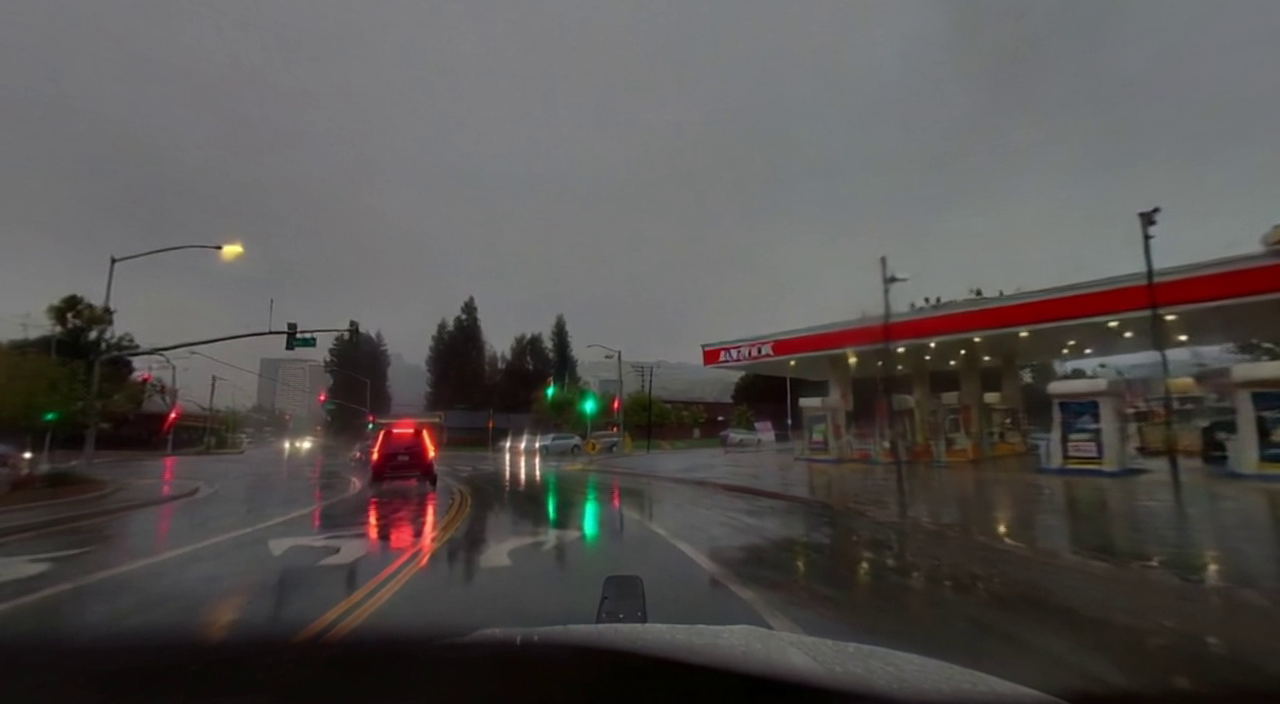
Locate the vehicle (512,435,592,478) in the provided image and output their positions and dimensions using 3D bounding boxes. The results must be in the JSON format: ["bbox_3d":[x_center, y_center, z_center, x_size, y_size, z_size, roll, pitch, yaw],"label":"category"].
[{"bbox_3d":[-4.241,4.874,29.634,2.202,1.822,4.826,5,-10,-27],"label":"vehicle"}]

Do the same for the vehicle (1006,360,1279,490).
[{"bbox_3d":[15.124,2.119,17.610,2.906,3.106,7.741,8,-11,-40],"label":"vehicle"}]

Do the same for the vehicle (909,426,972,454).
[{"bbox_3d":[20.328,5.998,42.556,4.595,1.764,2.160,8,-12,-42],"label":"vehicle"}]

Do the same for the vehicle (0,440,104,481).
[{"bbox_3d":[-27.508,4.868,28.370,4.632,1.757,2.073,5,-10,-28],"label":"vehicle"}]

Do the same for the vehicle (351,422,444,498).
[{"bbox_3d":[-7.348,3.276,19.411,2.254,2.006,4.766,3,-9,-19],"label":"vehicle"}]
